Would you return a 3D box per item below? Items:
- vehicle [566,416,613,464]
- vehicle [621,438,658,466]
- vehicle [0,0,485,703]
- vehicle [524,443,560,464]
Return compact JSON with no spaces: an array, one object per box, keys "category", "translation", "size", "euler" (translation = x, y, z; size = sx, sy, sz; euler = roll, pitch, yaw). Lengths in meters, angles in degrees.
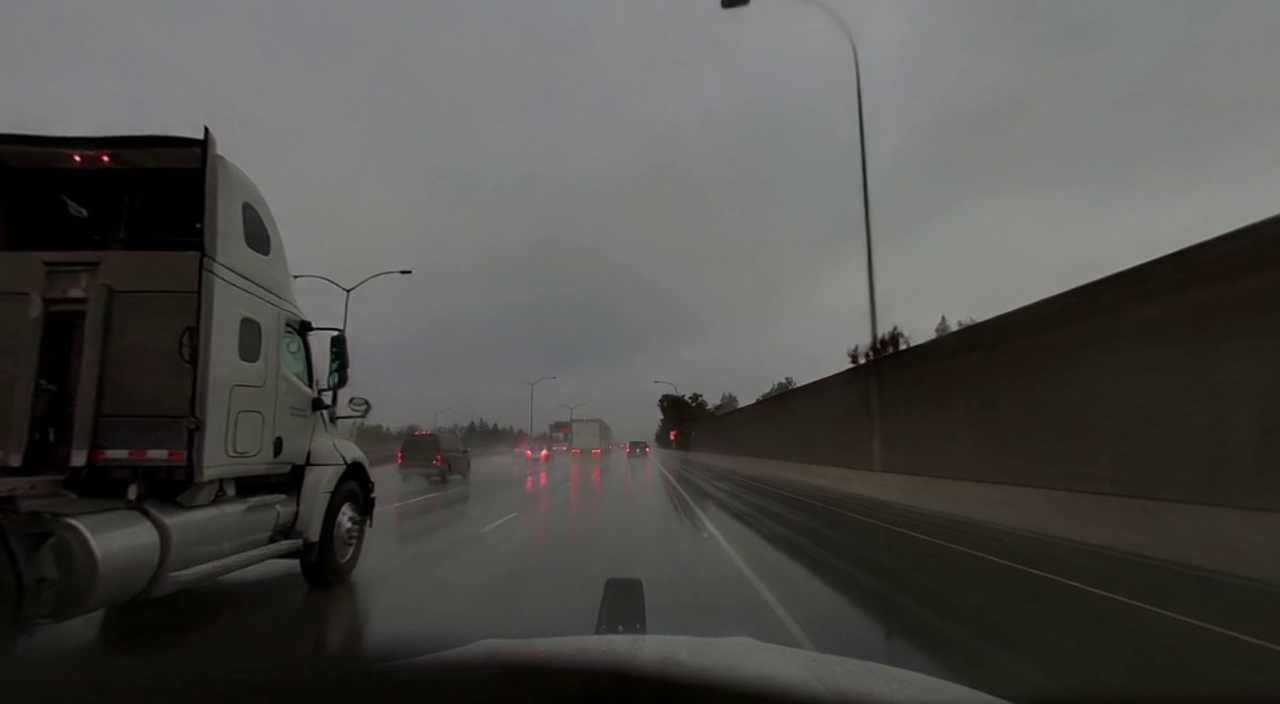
[{"category":"vehicle","translation":[-3.753,6.870,48.799],"size":[2.956,3.331,9.575],"euler":[0,-9,-1]},{"category":"vehicle","translation":[-0.033,6.250,39.443],"size":[2.178,1.640,4.071],"euler":[0,-9,0]},{"category":"vehicle","translation":[-3.792,0.433,4.141],"size":[3.025,3.266,9.256],"euler":[0,-9,1]},{"category":"vehicle","translation":[-7.295,7.575,47.101],"size":[1.962,1.489,4.002],"euler":[0,-9,1]}]
